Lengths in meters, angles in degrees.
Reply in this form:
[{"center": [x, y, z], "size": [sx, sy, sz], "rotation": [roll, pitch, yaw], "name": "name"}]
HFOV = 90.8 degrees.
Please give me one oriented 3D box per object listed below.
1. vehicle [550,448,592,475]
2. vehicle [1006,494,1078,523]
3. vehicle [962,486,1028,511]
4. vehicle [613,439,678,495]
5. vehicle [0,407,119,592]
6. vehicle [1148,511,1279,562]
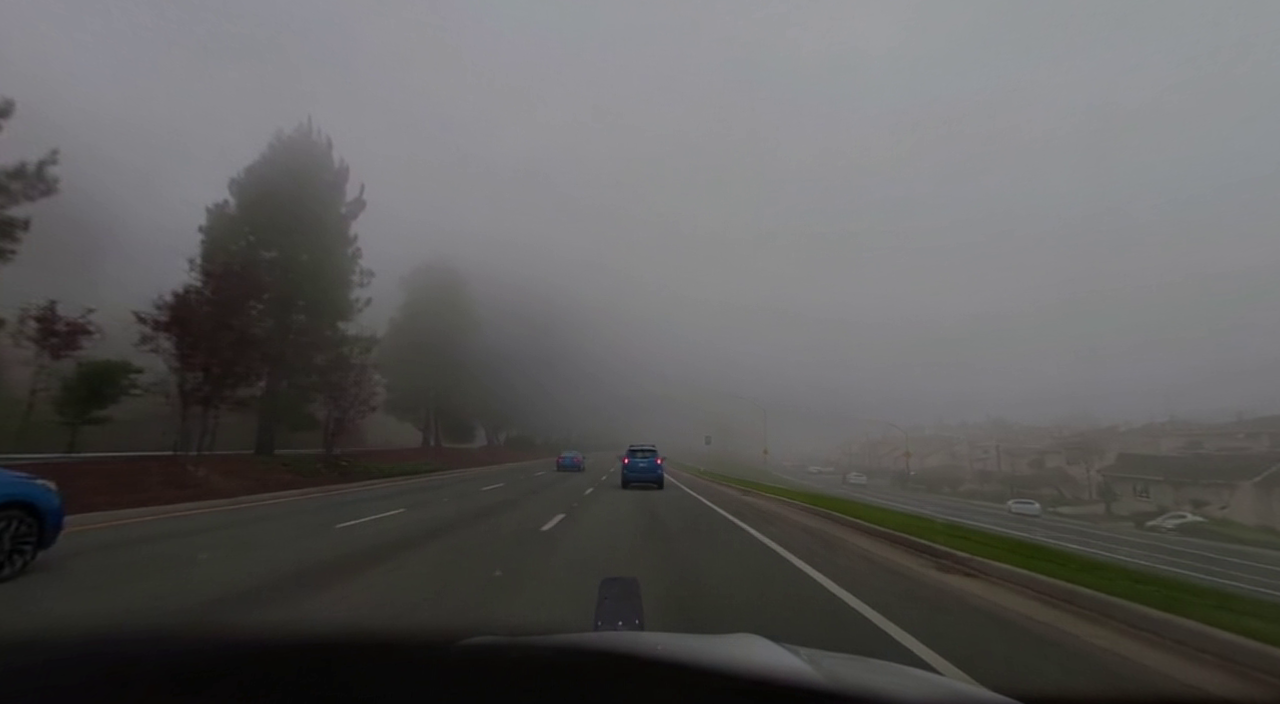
[{"center": [-4.231, 6.774, 39.307], "size": [2.123, 1.592, 4.505], "rotation": [0, -9, 0], "name": "vehicle"}, {"center": [28.525, 11.104, 44.996], "size": [1.845, 1.533, 4.455], "rotation": [1, -9, -5], "name": "vehicle"}, {"center": [27.886, 11.540, 49.817], "size": [1.874, 1.577, 4.877], "rotation": [2, -9, -8], "name": "vehicle"}, {"center": [0.188, 4.111, 22.971], "size": [2.125, 1.830, 4.370], "rotation": [0, -9, 1], "name": "vehicle"}, {"center": [-6.794, 1.128, 4.350], "size": [1.997, 1.650, 5.090], "rotation": [0, -9, 1], "name": "vehicle"}, {"center": [29.863, 9.535, 32.976], "size": [2.067, 1.926, 5.010], "rotation": [1, -9, -7], "name": "vehicle"}]
